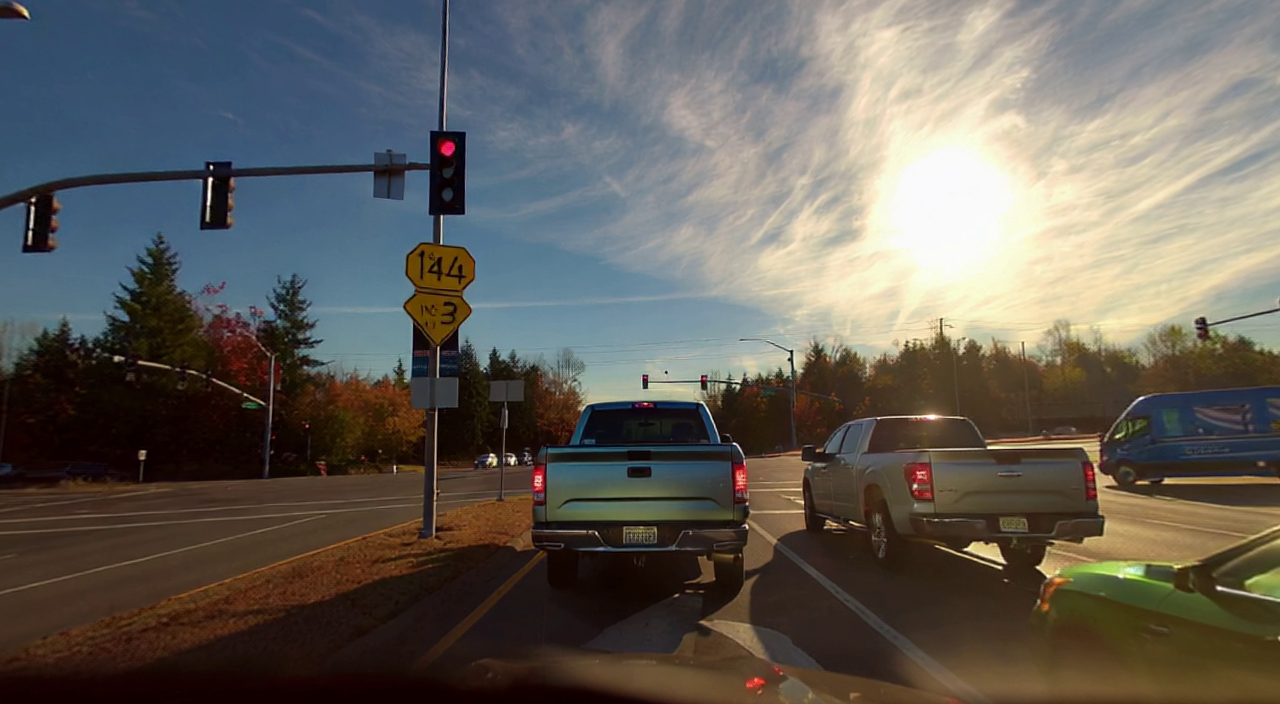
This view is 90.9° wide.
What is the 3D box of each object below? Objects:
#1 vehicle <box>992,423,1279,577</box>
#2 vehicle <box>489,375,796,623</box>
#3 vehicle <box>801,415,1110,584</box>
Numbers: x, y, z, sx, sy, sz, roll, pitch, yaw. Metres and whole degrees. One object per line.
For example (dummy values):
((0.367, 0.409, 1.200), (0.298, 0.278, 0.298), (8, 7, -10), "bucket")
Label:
((6.839, 1.745, 8.265), (1.973, 1.470, 4.228), (0, -8, 0), "vehicle")
((0.051, 1.475, 7.354), (2.326, 1.880, 4.964), (0, -8, 1), "vehicle")
((3.581, 1.726, 8.185), (1.981, 1.616, 4.006), (0, -8, 1), "vehicle")
